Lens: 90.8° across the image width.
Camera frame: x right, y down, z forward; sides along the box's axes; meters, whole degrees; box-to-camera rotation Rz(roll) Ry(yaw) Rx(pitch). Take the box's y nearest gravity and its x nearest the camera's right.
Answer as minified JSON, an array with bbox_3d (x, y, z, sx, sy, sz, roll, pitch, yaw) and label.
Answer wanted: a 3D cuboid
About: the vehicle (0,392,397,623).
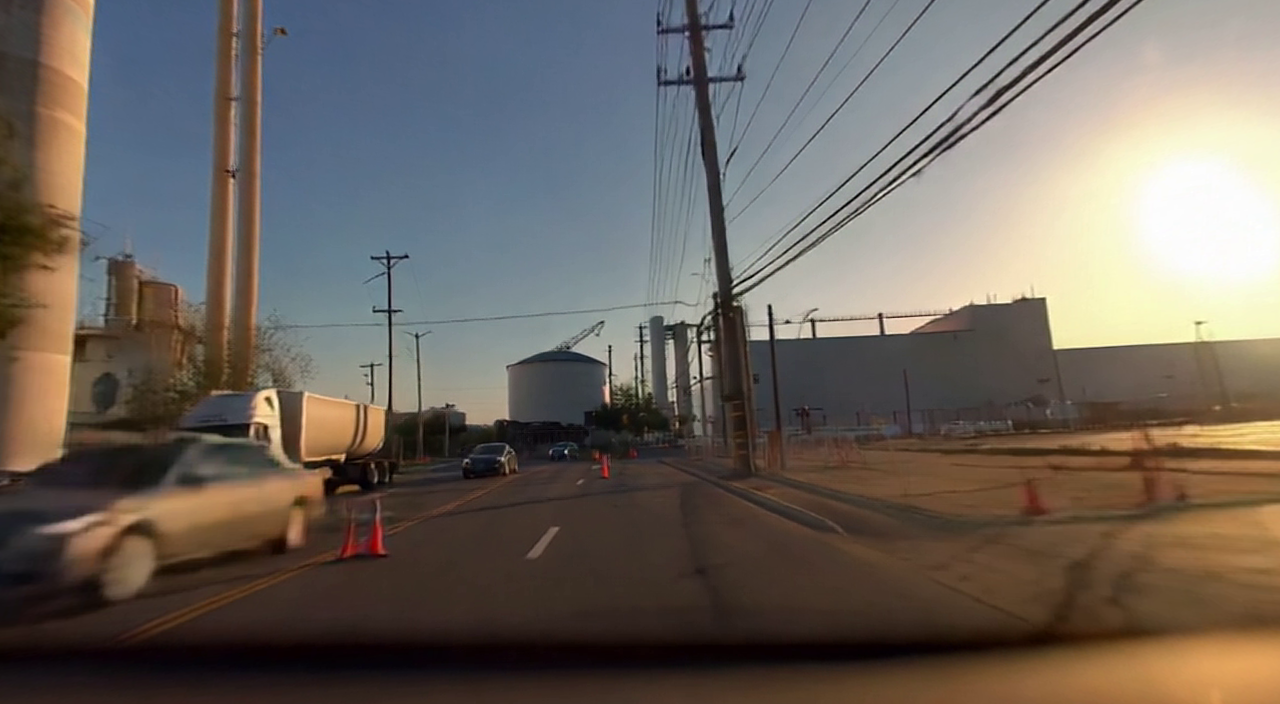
[{"bbox_3d":[-5.152,1.616,7.691,2.282,1.809,5.297,0,-8,0],"label":"vehicle"}]

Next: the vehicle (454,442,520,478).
[{"bbox_3d":[-6.732,4.795,28.339,2.117,1.484,4.544,0,-9,-4],"label":"vehicle"}]

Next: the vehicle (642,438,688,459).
[{"bbox_3d":[1.944,7.340,48.021,2.053,1.477,4.218,-4,-9,25],"label":"vehicle"}]

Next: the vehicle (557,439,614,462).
[{"bbox_3d":[-4.143,7.587,48.797,1.944,1.645,4.701,-5,-10,32],"label":"vehicle"}]
